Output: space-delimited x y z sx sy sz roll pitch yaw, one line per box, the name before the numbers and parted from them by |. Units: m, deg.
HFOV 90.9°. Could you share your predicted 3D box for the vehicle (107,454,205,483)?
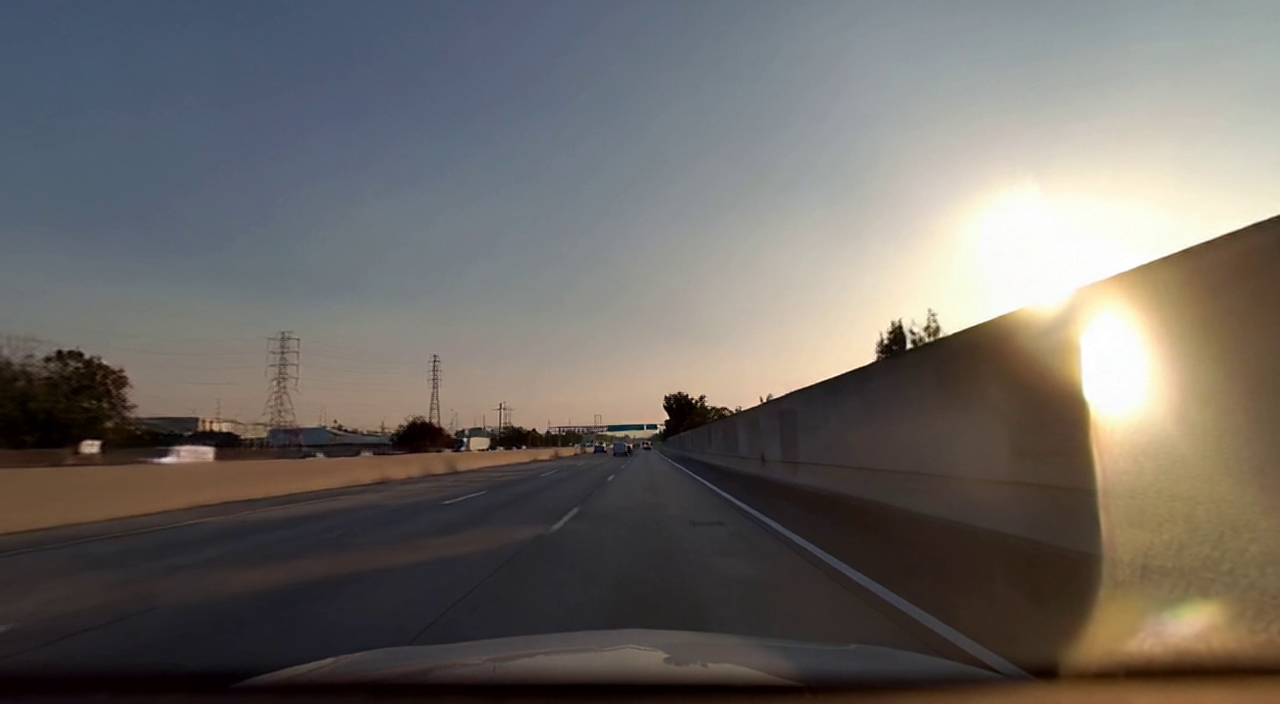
vehicle | -27.718 6.653 36.351 1.834 1.475 4.756 0 -8 1
